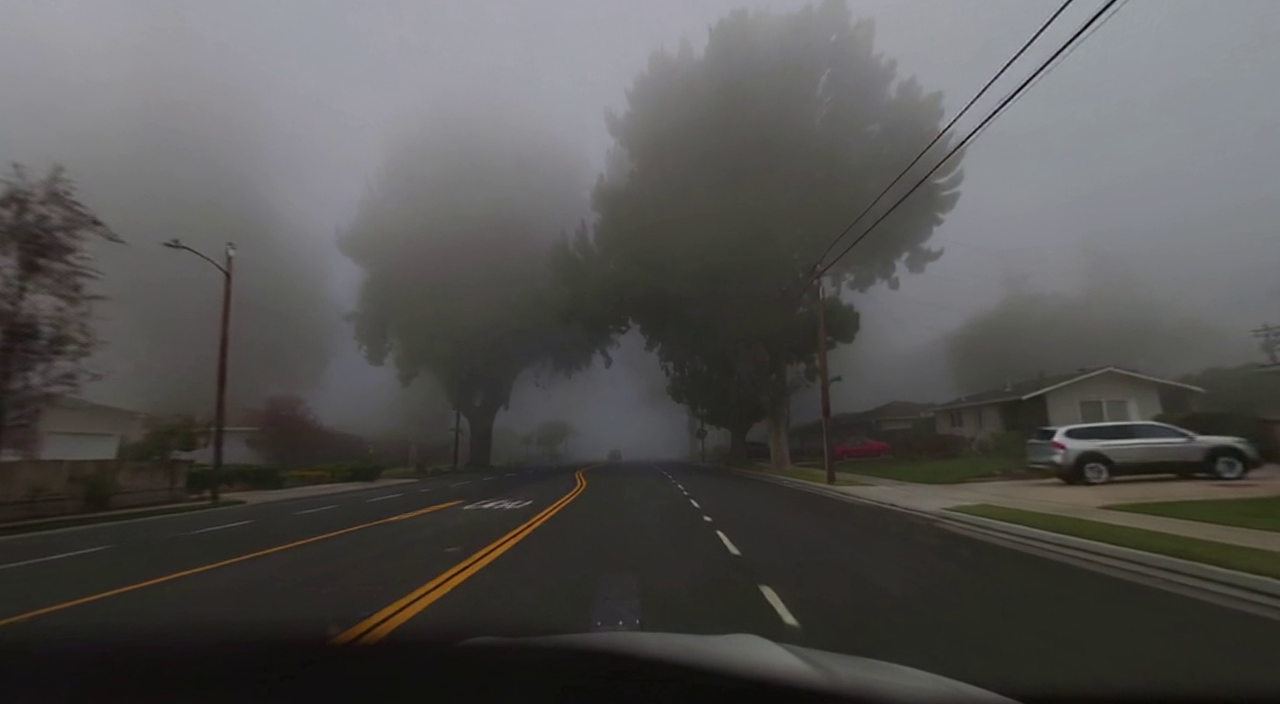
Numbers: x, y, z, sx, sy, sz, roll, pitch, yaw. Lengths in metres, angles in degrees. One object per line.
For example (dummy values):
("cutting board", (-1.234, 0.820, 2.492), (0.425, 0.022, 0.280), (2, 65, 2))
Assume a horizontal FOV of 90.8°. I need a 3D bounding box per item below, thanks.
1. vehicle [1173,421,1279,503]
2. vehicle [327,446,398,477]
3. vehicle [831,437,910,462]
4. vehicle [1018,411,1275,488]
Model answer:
("vehicle", (15.149, 2.216, 13.830), (4.752, 1.497, 2.107), (-7, -9, 5))
("vehicle", (-18.129, 7.140, 41.605), (2.161, 1.873, 5.514), (0, -9, 1))
("vehicle", (15.586, 6.608, 42.916), (4.548, 1.535, 1.882), (-2, -9, 2))
("vehicle", (13.382, 2.642, 17.029), (4.912, 1.895, 2.047), (-1, -9, 6))
